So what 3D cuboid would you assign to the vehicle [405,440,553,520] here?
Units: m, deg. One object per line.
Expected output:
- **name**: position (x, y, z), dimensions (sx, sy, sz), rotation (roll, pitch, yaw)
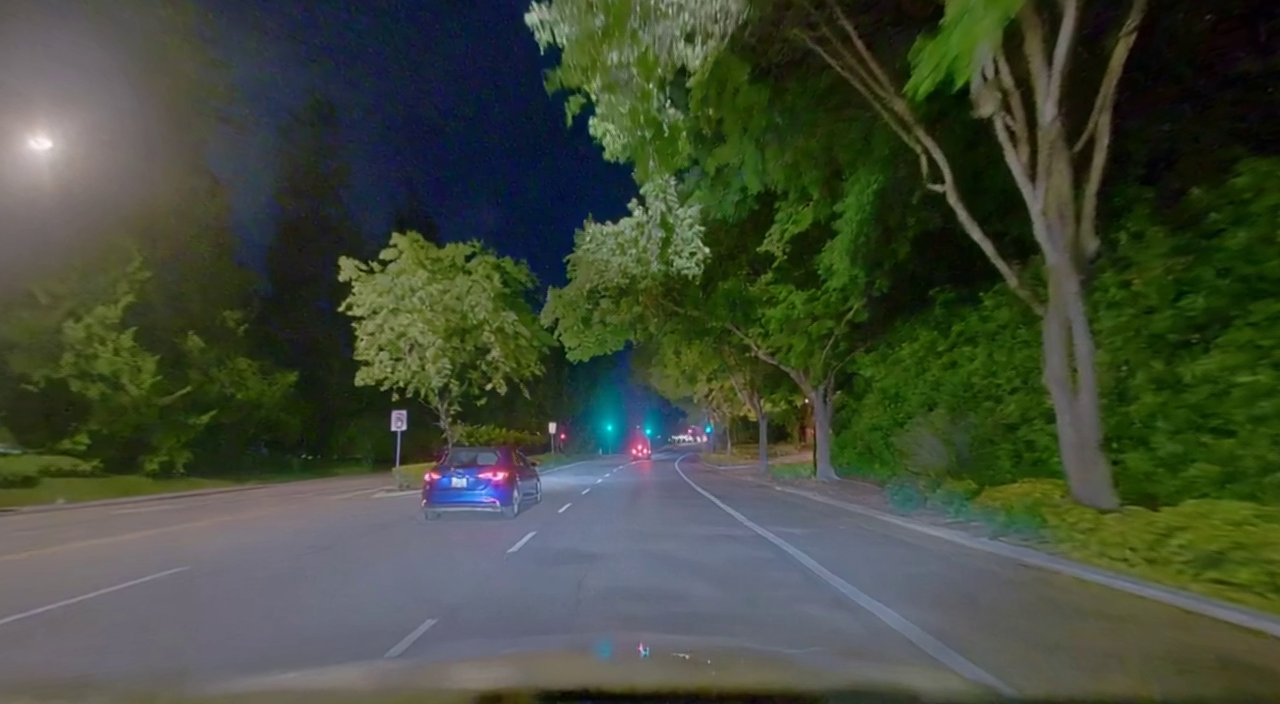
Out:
- **vehicle**: position (-3.370, 2.782, 14.322), dimensions (2.038, 1.486, 4.678), rotation (0, -9, 1)
